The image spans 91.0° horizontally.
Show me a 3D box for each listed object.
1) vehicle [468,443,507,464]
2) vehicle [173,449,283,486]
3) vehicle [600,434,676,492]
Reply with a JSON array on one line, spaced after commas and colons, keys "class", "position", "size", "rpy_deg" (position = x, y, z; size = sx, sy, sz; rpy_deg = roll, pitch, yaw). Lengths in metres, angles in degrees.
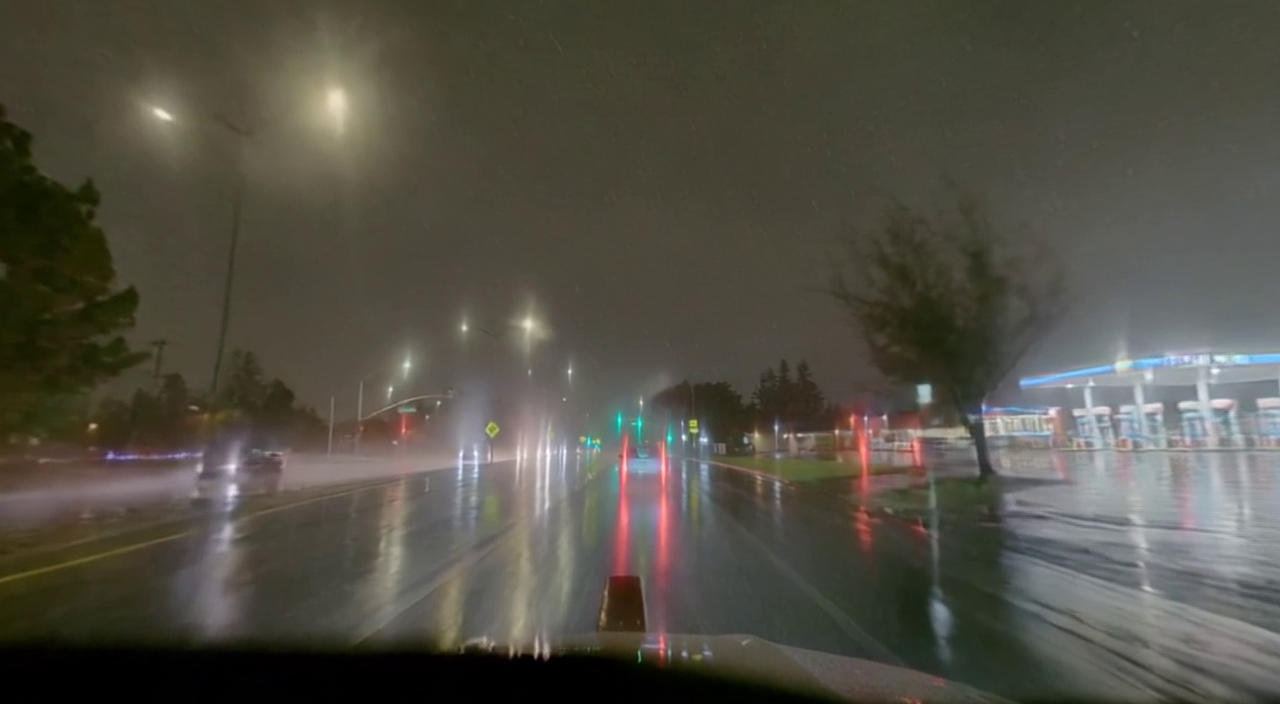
[{"class": "vehicle", "position": [-11.866, 7.897, 49.150], "size": [1.868, 1.516, 4.321], "rpy_deg": [0, -8, 1]}, {"class": "vehicle", "position": [-19.176, 5.355, 29.591], "size": [1.940, 1.525, 4.654], "rpy_deg": [0, -8, 1]}, {"class": "vehicle", "position": [-0.038, 3.308, 19.143], "size": [2.062, 1.519, 4.214], "rpy_deg": [1, -8, 0]}]
